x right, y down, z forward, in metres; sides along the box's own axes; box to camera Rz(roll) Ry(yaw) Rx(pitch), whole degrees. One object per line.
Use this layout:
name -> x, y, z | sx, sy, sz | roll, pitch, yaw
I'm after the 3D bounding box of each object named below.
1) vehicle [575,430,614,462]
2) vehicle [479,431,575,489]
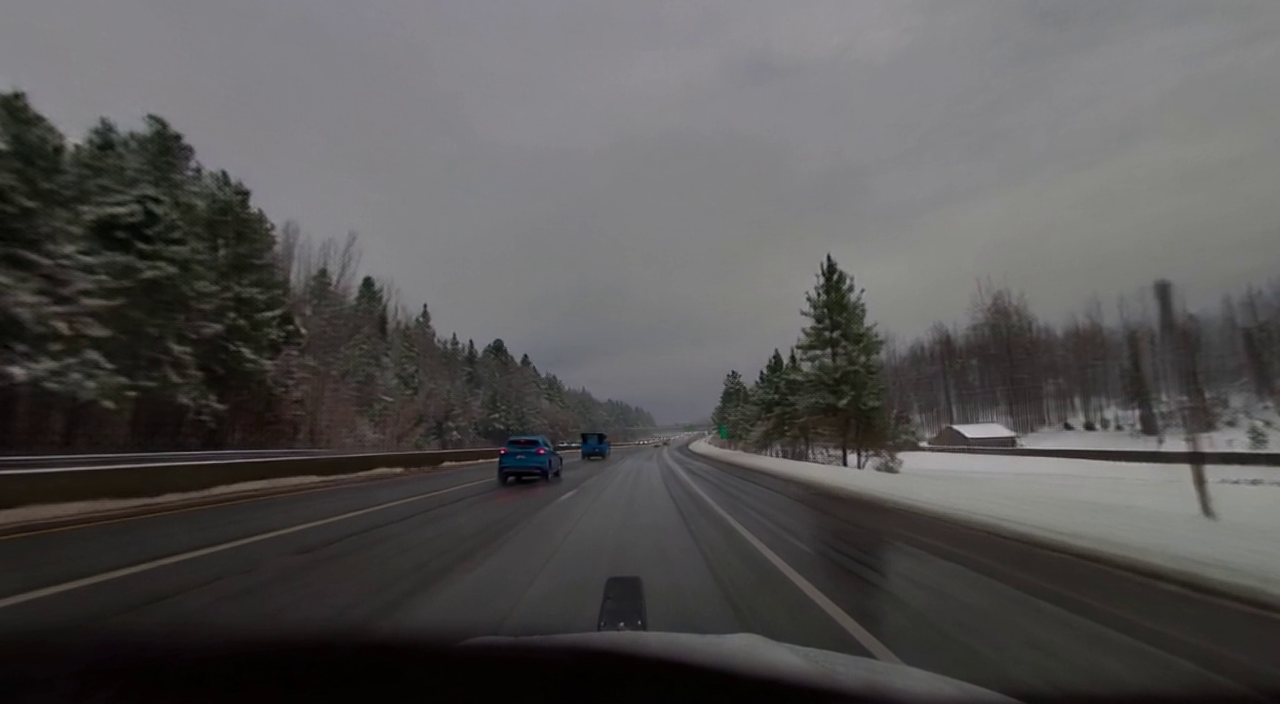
vehicle -> -3.168, 6.694, 44.726 | 2.241, 2.095, 4.985 | -1, -8, 2
vehicle -> -3.404, 3.378, 19.958 | 2.053, 1.589, 4.671 | -1, -8, 2
